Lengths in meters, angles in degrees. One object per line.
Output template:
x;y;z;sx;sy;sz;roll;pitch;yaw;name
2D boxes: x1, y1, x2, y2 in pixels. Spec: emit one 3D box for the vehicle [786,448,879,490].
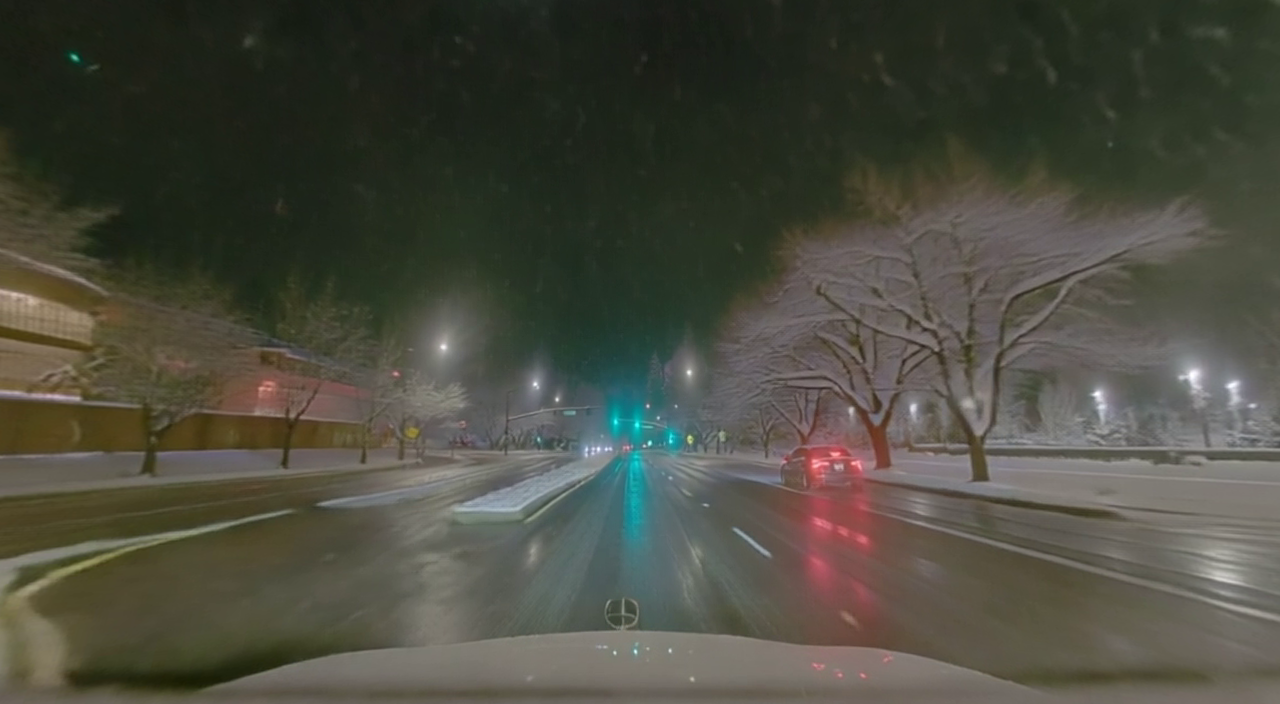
7.264;4.437;24.246;2.054;1.421;4.487;0;-9;-1;vehicle
